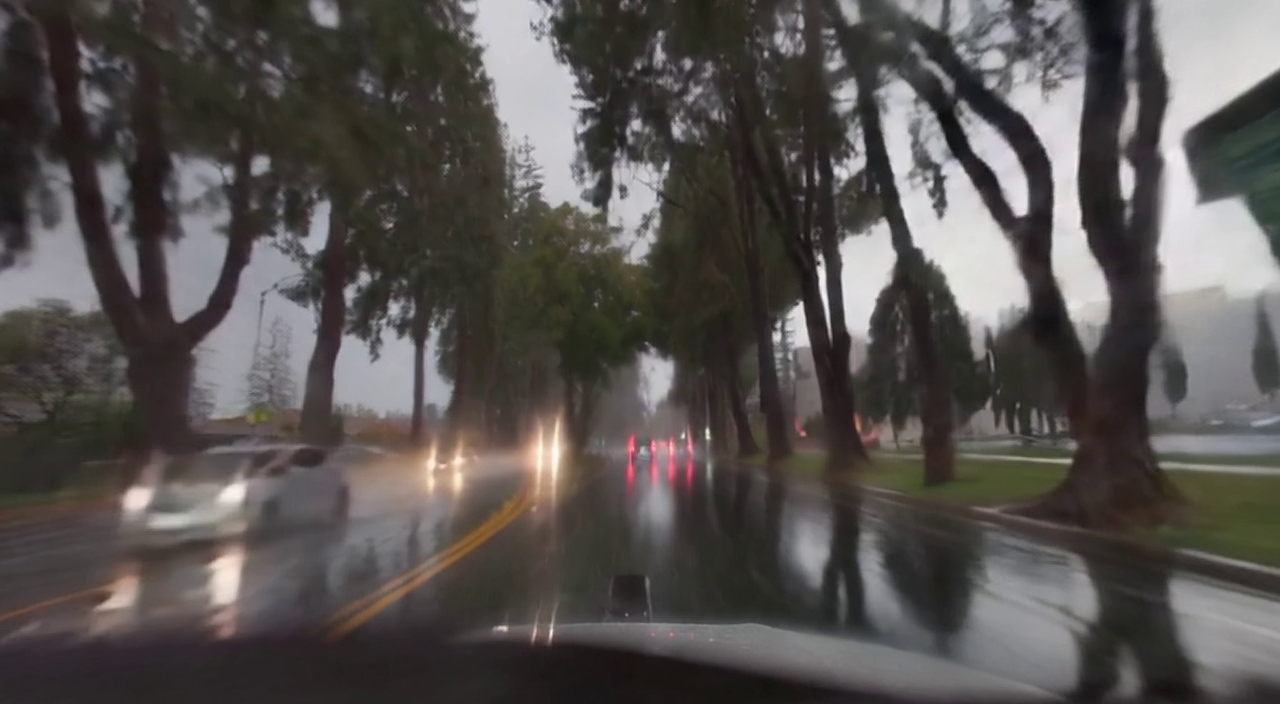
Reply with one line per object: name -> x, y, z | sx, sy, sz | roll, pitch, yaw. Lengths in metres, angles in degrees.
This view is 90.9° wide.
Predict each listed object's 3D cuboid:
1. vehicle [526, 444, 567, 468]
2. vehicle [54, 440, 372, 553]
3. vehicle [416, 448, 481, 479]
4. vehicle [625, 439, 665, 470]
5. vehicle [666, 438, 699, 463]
vehicle -> -6.331, 7.068, 43.033 | 2.020, 1.512, 4.296 | 0, -8, 1
vehicle -> -6.748, 2.289, 10.857 | 2.081, 1.477, 4.760 | 0, -8, 1
vehicle -> -9.950, 5.794, 33.149 | 1.932, 1.484, 4.683 | 0, -8, 1
vehicle -> 0.234, 5.659, 34.977 | 2.109, 1.612, 3.963 | 0, -8, -1
vehicle -> 3.240, 7.582, 48.522 | 2.189, 1.766, 4.495 | 0, -8, 0
